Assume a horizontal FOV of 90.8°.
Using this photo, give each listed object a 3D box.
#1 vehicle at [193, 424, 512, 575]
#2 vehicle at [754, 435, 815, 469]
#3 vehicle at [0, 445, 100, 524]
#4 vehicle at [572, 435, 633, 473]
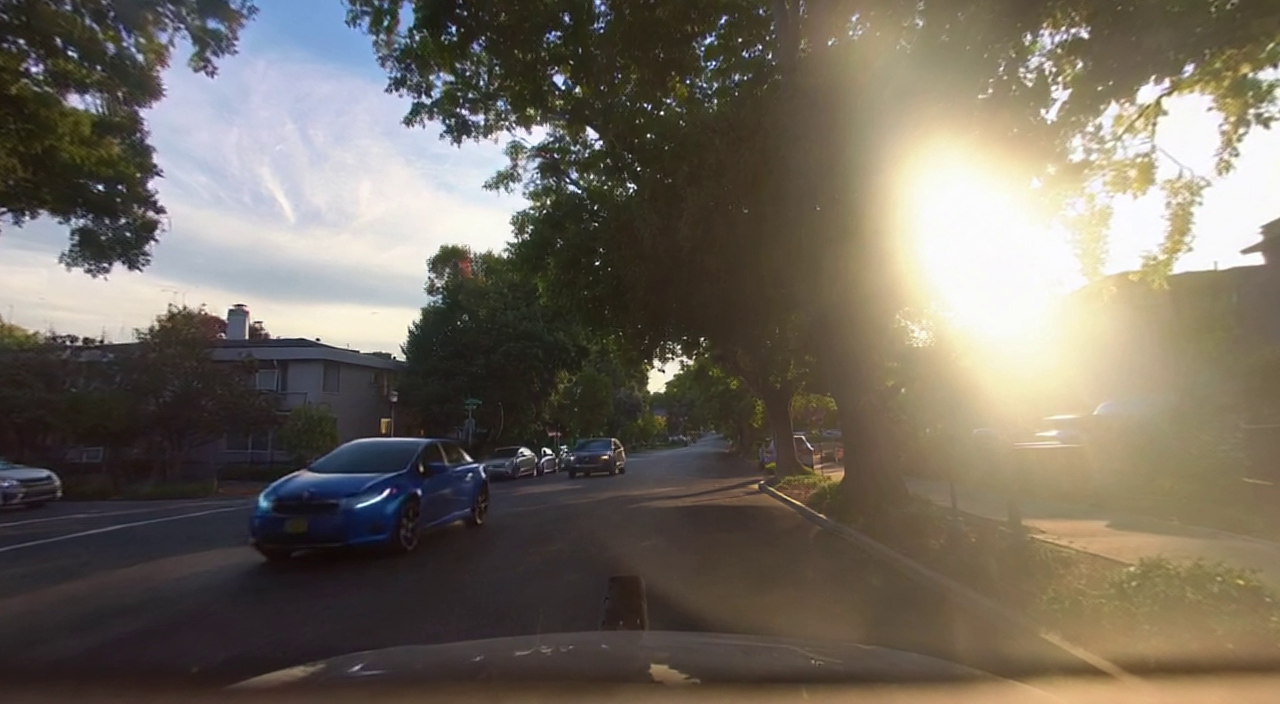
[{"bbox_3d":[-3.417,1.852,8.791,2.056,1.508,4.596,-1,-9,4],"label":"vehicle"},{"bbox_3d":[6.683,4.686,29.722,1.918,1.461,4.419,0,-8,1],"label":"vehicle"},{"bbox_3d":[-15.164,2.925,14.235,4.106,1.620,2.065,0,-9,2],"label":"vehicle"},{"bbox_3d":[-1.713,4.878,30.277,2.110,1.651,4.410,-1,-9,7],"label":"vehicle"}]
